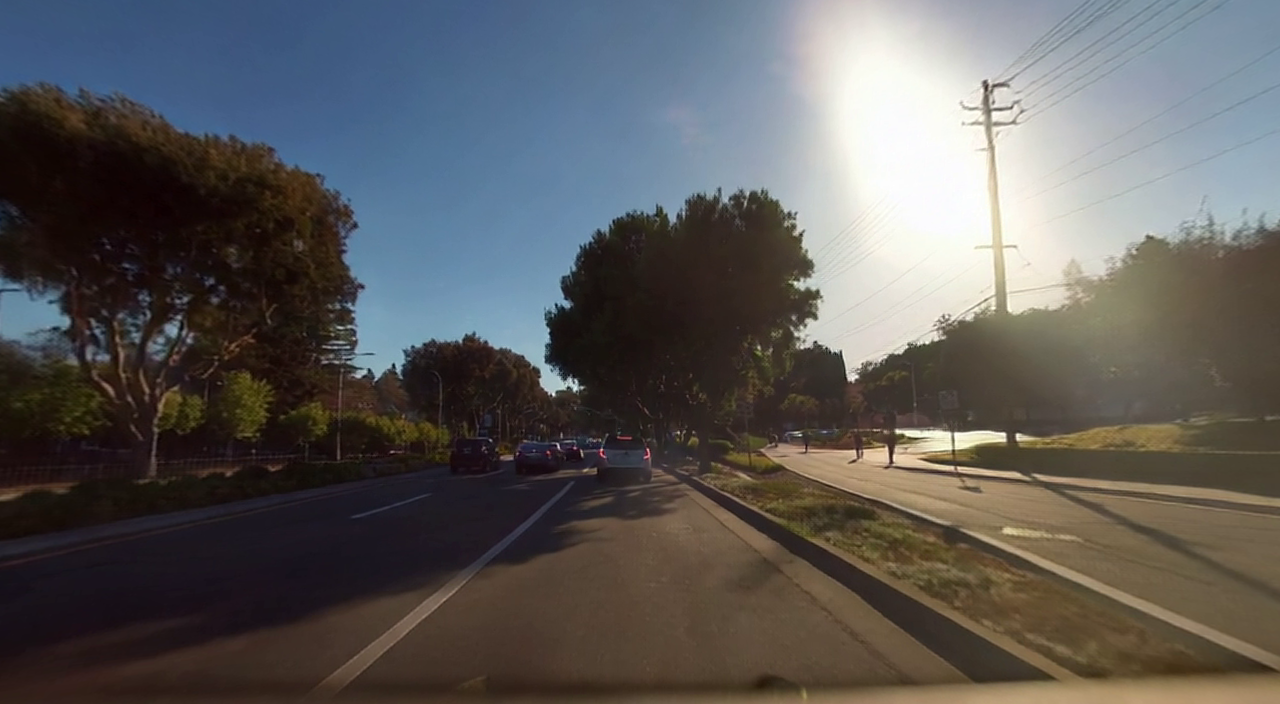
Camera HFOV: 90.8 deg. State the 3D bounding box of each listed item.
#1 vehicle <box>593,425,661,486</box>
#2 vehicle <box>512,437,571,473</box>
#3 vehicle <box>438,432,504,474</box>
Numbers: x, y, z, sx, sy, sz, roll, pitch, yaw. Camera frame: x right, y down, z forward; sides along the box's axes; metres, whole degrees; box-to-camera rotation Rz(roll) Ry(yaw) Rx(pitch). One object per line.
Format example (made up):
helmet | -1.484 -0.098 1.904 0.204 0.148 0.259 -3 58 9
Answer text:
vehicle | -0.445 3.320 20.545 2.012 1.769 3.897 0 -8 -2
vehicle | -4.348 4.628 28.610 2.087 1.485 4.452 0 -8 -2
vehicle | -7.196 4.334 27.282 1.860 1.634 4.089 0 -8 -2
